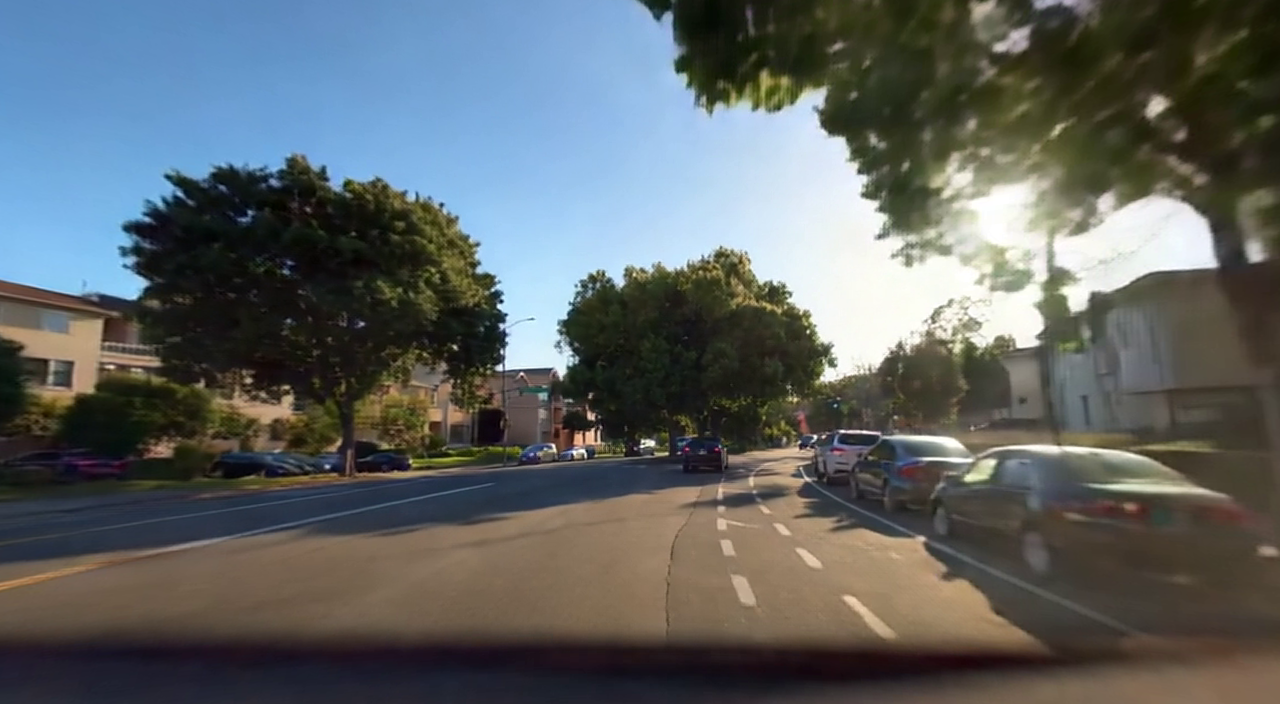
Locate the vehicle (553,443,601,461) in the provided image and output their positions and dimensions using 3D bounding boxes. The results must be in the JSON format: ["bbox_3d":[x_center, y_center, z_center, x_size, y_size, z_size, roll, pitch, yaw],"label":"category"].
[{"bbox_3d":[-4.825,7.689,48.950,1.893,1.310,4.719,-3,-9,19],"label":"vehicle"}]

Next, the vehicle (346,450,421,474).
[{"bbox_3d":[-16.477,7.066,40.654,4.195,1.400,1.726,-2,-8,12],"label":"vehicle"}]

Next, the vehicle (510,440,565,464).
[{"bbox_3d":[-6.827,6.732,42.668,1.918,1.508,4.353,-2,-8,17],"label":"vehicle"}]

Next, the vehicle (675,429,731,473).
[{"bbox_3d":[2.769,4.166,26.782,1.852,1.680,4.488,-2,-8,12],"label":"vehicle"}]

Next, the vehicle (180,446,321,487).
[{"bbox_3d":[-19.739,5.806,32.109,5.953,1.868,2.049,0,-10,7],"label":"vehicle"}]

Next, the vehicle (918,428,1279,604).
[{"bbox_3d":[5.186,1.697,7.597,1.940,1.456,4.502,-1,-8,5],"label":"vehicle"}]

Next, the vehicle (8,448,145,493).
[{"bbox_3d":[-24.382,5.076,27.405,4.385,1.800,1.992,-1,-8,10],"label":"vehicle"}]
